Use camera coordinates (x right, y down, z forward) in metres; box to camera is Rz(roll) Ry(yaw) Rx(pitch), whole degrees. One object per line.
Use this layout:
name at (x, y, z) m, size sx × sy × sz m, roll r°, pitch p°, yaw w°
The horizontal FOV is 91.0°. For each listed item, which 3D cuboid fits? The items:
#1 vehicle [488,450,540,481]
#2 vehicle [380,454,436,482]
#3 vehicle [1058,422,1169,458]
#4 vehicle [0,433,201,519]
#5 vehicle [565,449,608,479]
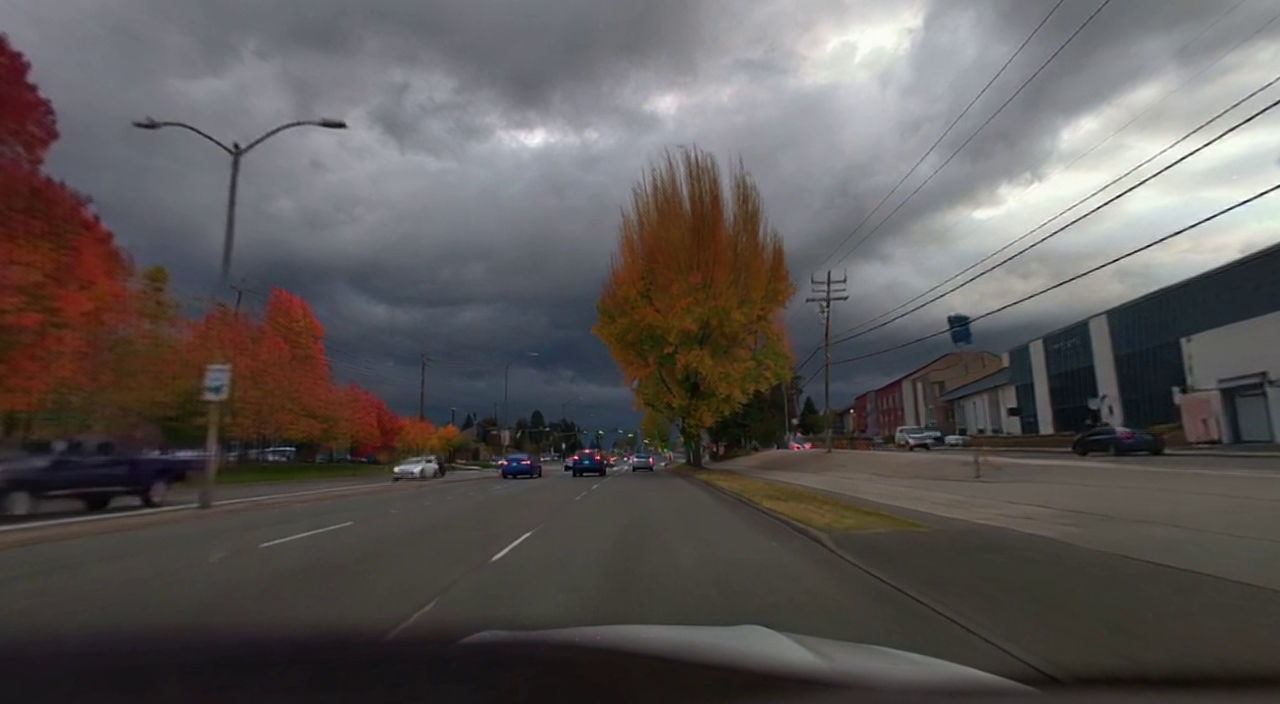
vehicle at (-7.005, 6.346, 35.528) m, size 1.932 × 1.596 × 4.247 m, roll 0°, pitch -8°, yaw 2°
vehicle at (-13.951, 6.967, 38.097) m, size 1.909 × 1.502 × 4.355 m, roll 1°, pitch -8°, yaw -3°
vehicle at (22.094, 4.147, 29.670) m, size 1.884 × 1.532 × 4.745 m, roll 0°, pitch -8°, yaw 5°
vehicle at (-15.590, 3.308, 17.646) m, size 2.276 × 1.956 × 5.850 m, roll 0°, pitch -8°, yaw 1°
vehicle at (-3.202, 6.760, 38.331) m, size 2.085 × 1.663 × 4.513 m, roll 0°, pitch -8°, yaw 2°
